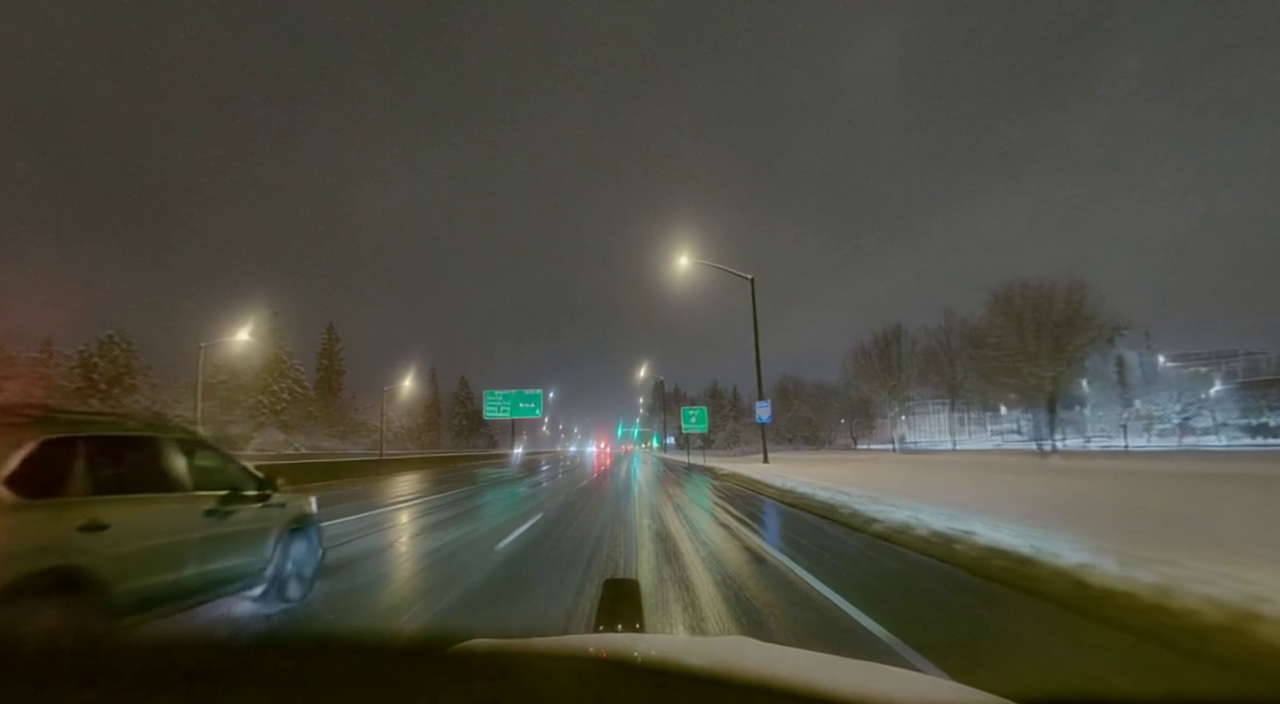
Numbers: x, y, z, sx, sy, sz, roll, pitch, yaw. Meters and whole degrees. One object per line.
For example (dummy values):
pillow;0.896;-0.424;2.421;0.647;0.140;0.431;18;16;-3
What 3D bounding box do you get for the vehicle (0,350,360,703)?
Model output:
vehicle;-3.905;1.059;3.956;2.150;1.761;4.697;0;-8;0
